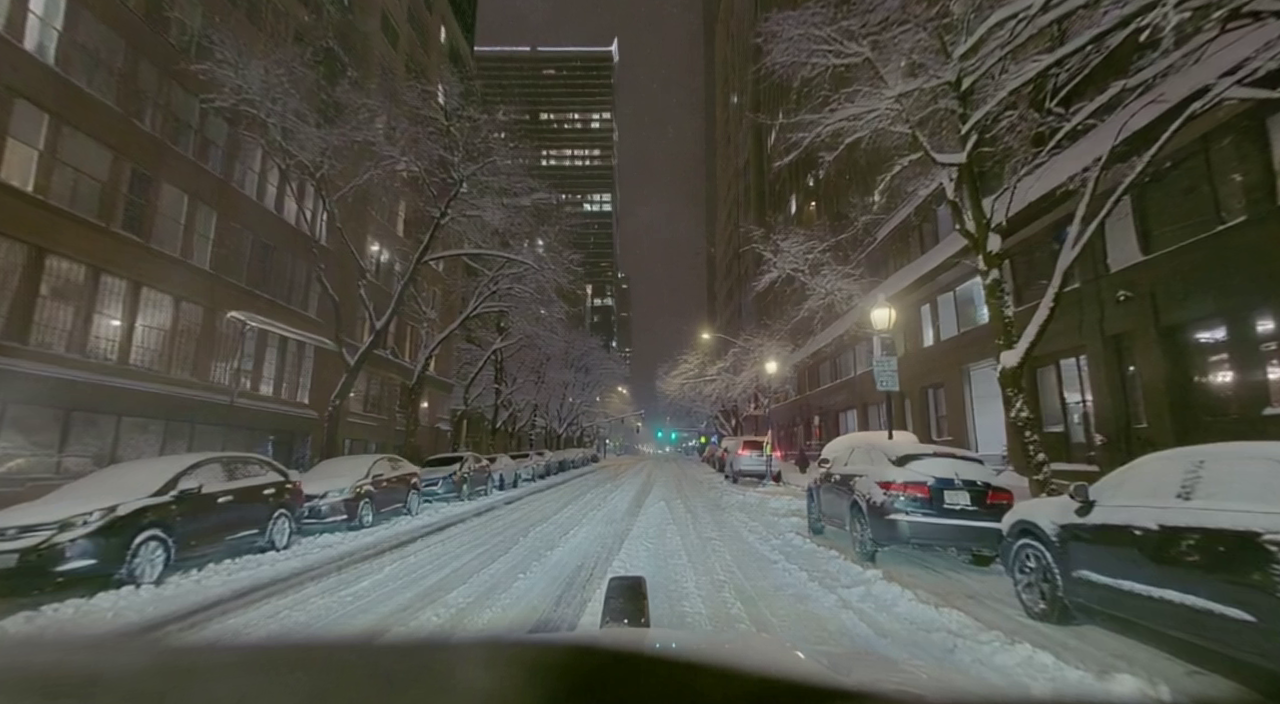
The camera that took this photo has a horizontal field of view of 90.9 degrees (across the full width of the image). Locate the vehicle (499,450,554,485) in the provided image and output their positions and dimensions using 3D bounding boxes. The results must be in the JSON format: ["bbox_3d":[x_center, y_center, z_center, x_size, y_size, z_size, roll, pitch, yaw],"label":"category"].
[{"bbox_3d":[-5.839,5.969,32.905,2.110,1.498,4.555,-2,-8,-1],"label":"vehicle"}]

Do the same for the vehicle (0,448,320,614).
[{"bbox_3d":[-7.040,2.275,9.119,2.244,1.616,5.013,-2,-8,-1],"label":"vehicle"}]

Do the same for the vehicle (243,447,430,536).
[{"bbox_3d":[-6.762,3.103,14.780,2.123,1.596,4.659,-2,-8,-1],"label":"vehicle"}]

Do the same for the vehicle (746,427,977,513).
[{"bbox_3d":[5.246,2.843,15.607,4.772,1.876,2.400,-1,-8,0],"label":"vehicle"}]

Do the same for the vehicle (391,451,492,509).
[{"bbox_3d":[-6.490,4.202,21.260,1.944,1.574,4.717,-2,-8,-1],"label":"vehicle"}]

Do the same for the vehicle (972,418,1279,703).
[{"bbox_3d":[4.529,1.231,4.027,2.331,1.533,4.831,0,-8,2],"label":"vehicle"}]

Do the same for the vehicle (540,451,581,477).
[{"bbox_3d":[-5.391,7.643,43.318,2.270,1.539,4.855,-2,-8,-1],"label":"vehicle"}]
